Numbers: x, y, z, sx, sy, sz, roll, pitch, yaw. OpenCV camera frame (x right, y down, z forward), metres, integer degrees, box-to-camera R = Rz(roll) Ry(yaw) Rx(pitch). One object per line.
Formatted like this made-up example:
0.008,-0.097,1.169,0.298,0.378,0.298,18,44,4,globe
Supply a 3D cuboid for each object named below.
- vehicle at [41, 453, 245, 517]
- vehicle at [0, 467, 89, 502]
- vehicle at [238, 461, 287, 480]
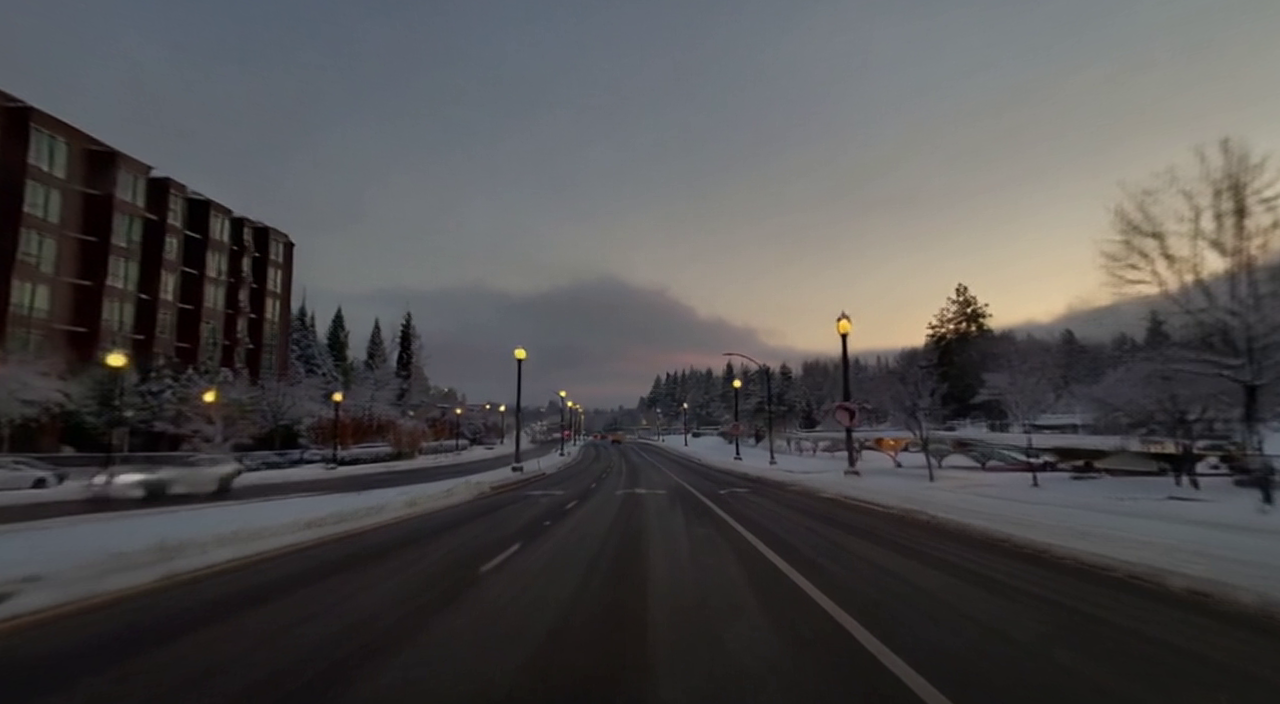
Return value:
-13.247,3.521,17.244,1.811,1.433,4.387,-1,-8,4,vehicle
-29.213,6.351,30.376,1.629,1.411,3.897,0,-8,2,vehicle
-28.946,9.086,48.391,1.518,1.364,3.470,-1,-9,1,vehicle
